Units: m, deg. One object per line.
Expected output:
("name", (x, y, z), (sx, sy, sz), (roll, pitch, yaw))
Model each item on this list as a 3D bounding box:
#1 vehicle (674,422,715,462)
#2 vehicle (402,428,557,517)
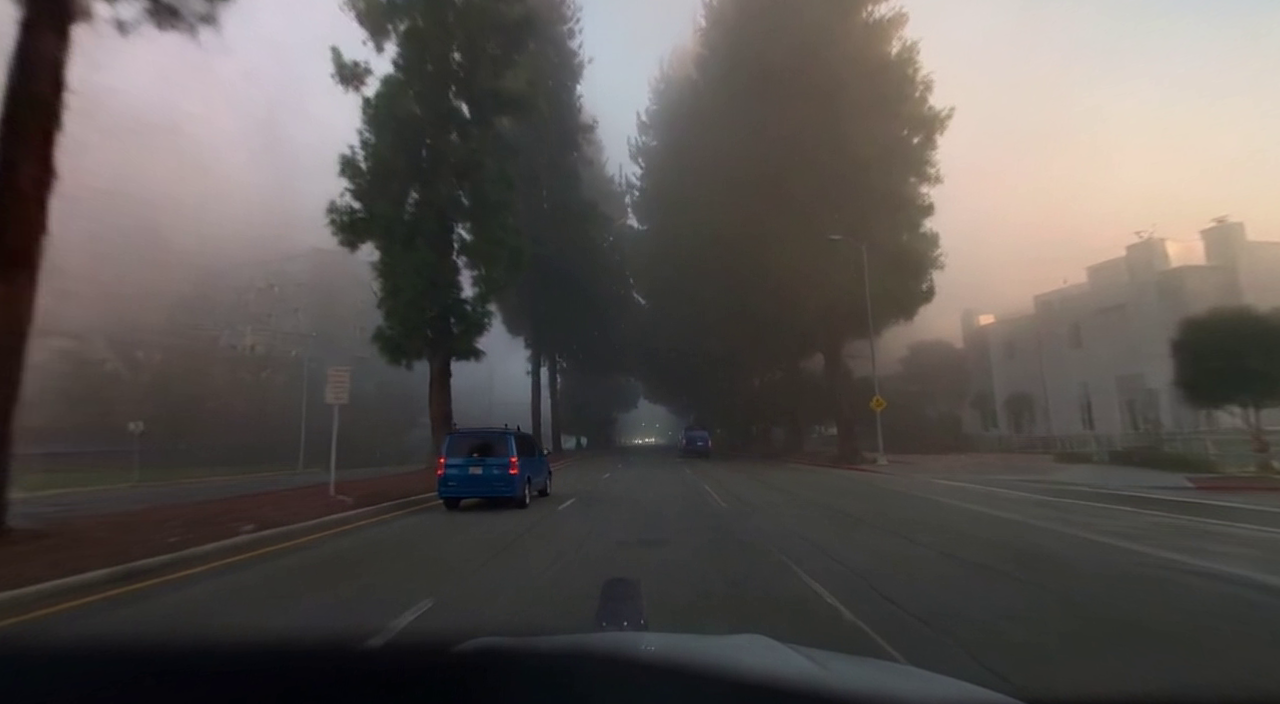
("vehicle", (3.771, 6.449, 45.106), (2.349, 2.671, 5.744), (0, -8, -1))
("vehicle", (-3.224, 2.527, 13.796), (2.129, 1.602, 4.532), (0, -8, 1))
